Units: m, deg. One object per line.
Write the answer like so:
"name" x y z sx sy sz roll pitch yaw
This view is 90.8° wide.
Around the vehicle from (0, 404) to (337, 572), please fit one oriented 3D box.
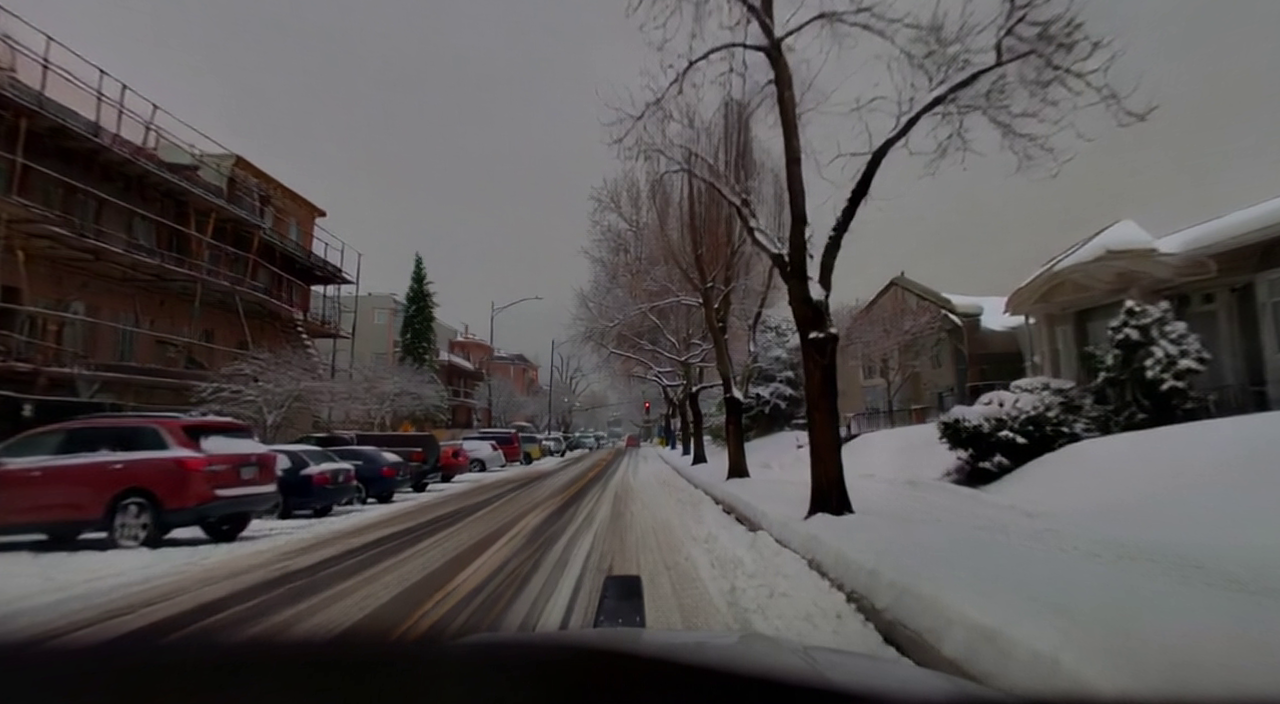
"vehicle" -7.363 1.801 8.901 4.981 1.975 2.296 0 -8 3
